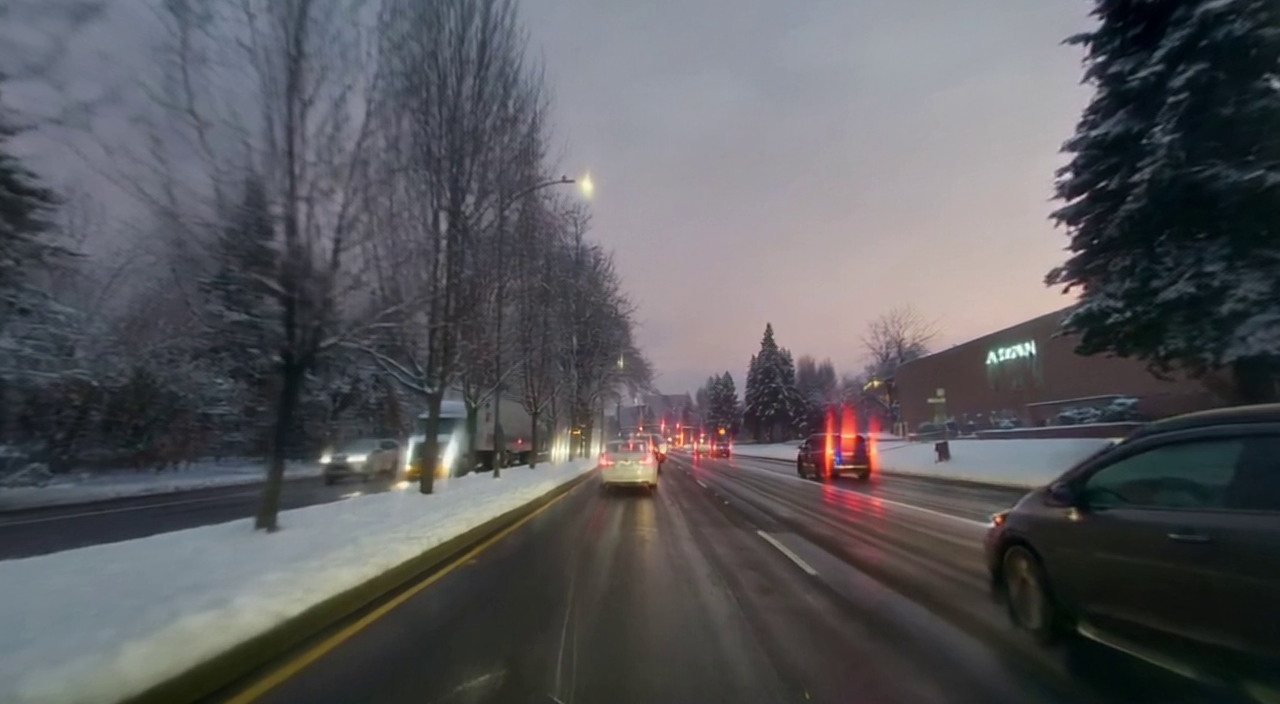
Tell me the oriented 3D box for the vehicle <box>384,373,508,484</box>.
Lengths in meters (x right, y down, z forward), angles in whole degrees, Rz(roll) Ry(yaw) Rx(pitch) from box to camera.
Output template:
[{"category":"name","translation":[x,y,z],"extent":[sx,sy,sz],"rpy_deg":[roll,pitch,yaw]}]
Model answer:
[{"category":"vehicle","translation":[-8.135,3.441,27.545],"extent":[3.021,4.215,7.024],"rpy_deg":[0,-9,1]}]

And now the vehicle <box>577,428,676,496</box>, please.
[{"category":"vehicle","translation":[-0.329,2.887,16.784],"extent":[2.315,1.563,4.080],"rpy_deg":[0,-9,0]}]

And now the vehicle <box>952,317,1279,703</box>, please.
[{"category":"vehicle","translation":[3.596,0.793,2.772],"extent":[2.090,1.763,4.560],"rpy_deg":[0,-9,1]}]

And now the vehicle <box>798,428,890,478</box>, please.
[{"category":"vehicle","translation":[7.772,3.907,24.432],"extent":[2.090,1.768,4.407],"rpy_deg":[0,-9,0]}]

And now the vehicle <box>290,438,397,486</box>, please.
[{"category":"vehicle","translation":[-11.887,4.432,25.588],"extent":[2.058,1.759,4.577],"rpy_deg":[0,-9,1]}]
